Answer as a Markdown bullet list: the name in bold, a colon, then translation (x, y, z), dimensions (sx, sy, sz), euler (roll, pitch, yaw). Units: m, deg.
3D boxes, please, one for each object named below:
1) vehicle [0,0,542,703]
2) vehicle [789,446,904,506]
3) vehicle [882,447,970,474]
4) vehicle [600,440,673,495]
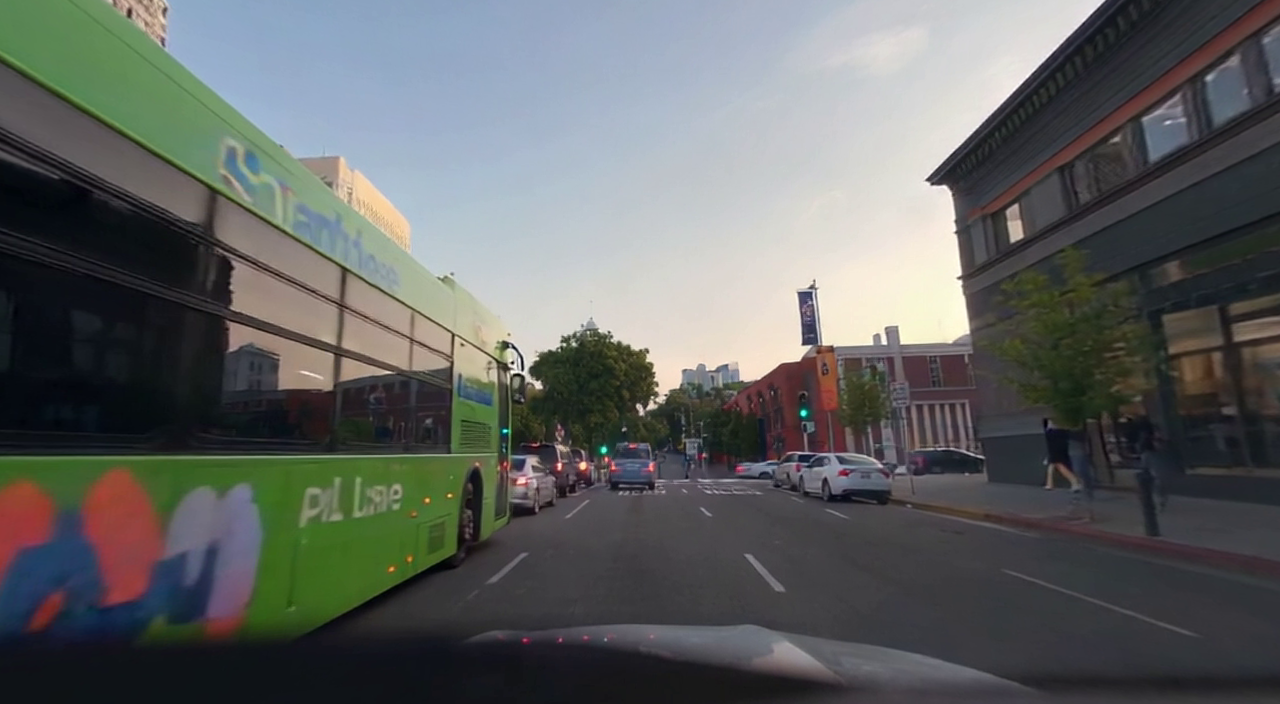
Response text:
- **vehicle**: translation (-3.034, 0.236, 3.083), dimensions (2.922, 3.323, 13.151), euler (0, -9, 0)
- **vehicle**: translation (5.970, 3.610, 18.900), dimensions (1.919, 1.529, 4.558), euler (0, -9, 0)
- **vehicle**: translation (17.590, 6.657, 38.895), dimensions (4.598, 1.519, 1.994), euler (1, -9, -14)
- **vehicle**: translation (-0.064, 4.091, 22.768), dimensions (2.328, 1.746, 5.072), euler (0, -9, 1)
